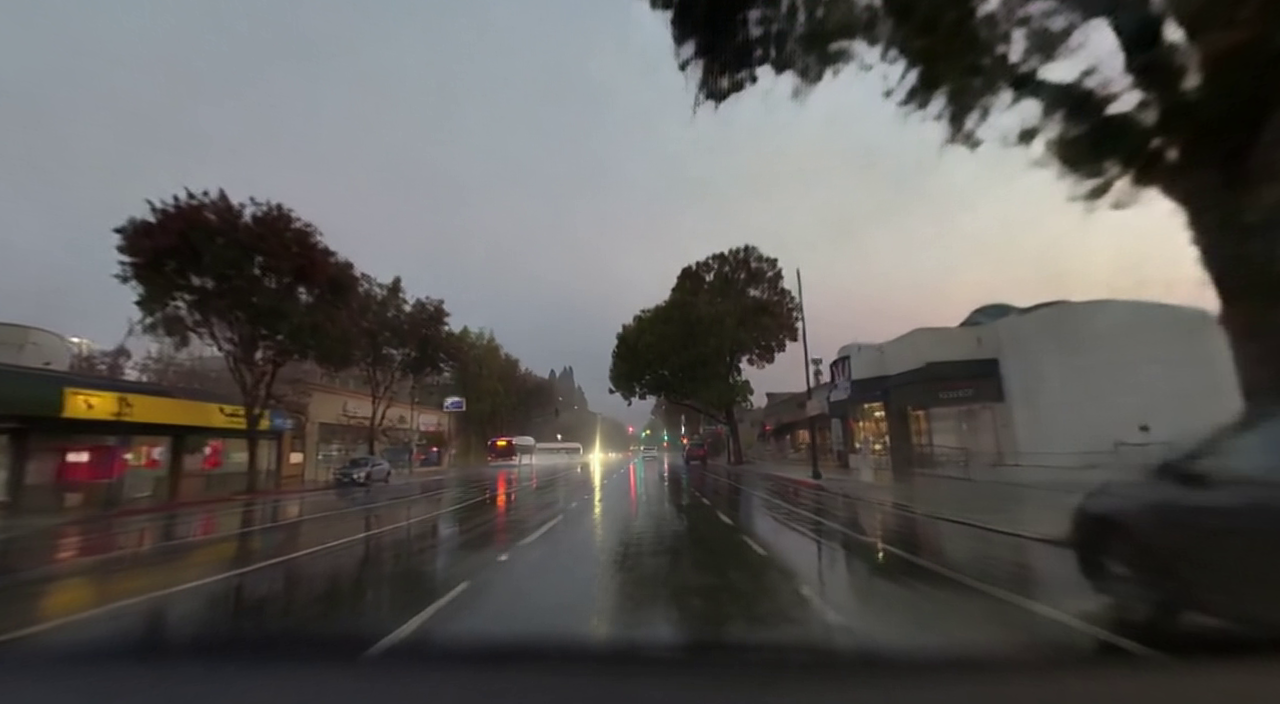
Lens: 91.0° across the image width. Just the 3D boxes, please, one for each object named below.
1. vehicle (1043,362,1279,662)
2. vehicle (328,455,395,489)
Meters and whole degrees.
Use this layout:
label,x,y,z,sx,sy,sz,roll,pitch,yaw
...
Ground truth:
label,x,y,z,sx,sy,sz,roll,pitch,yaw
vehicle,5.055,0.929,3.486,2.241,1.832,5.234,0,-8,1
vehicle,-17.020,7.316,38.736,1.896,1.844,4.620,0,-8,1
